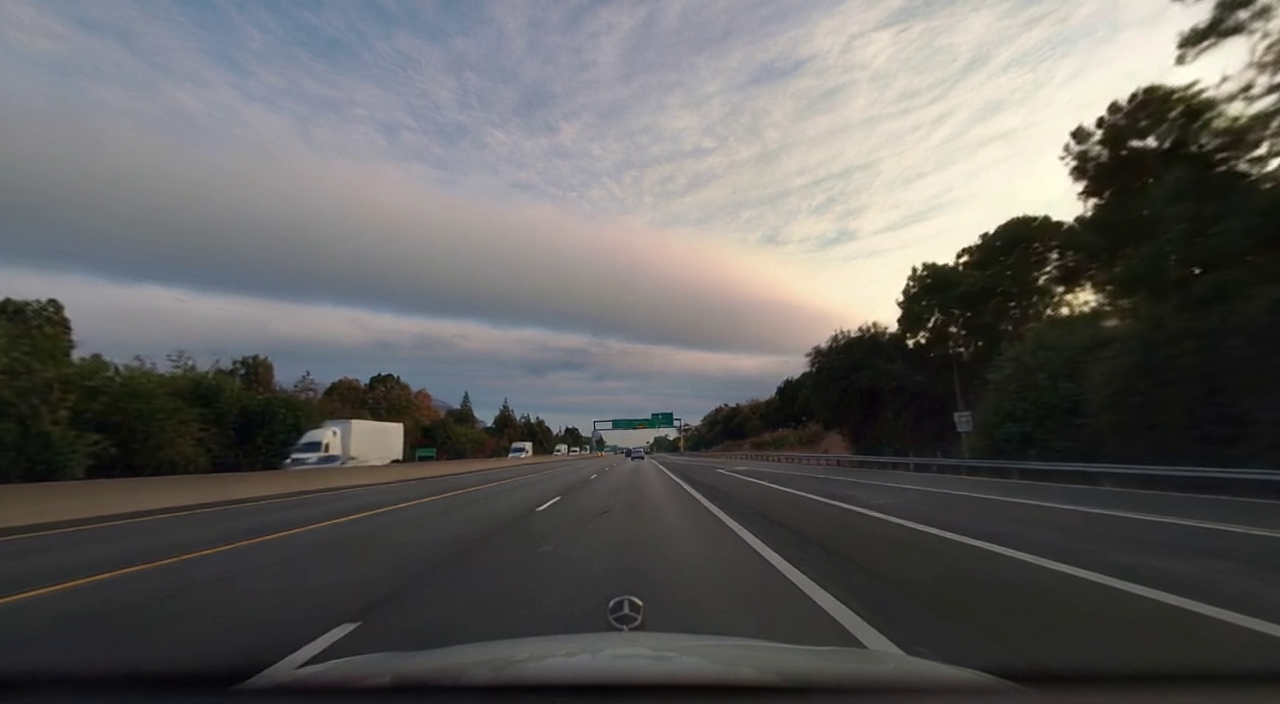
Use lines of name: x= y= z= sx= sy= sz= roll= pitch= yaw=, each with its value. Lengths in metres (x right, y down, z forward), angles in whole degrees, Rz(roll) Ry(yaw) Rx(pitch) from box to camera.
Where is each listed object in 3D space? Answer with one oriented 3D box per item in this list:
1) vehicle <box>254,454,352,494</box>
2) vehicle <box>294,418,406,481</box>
vehicle: x=-14.069 y=5.095 z=26.608 sx=1.830 sy=1.493 sz=4.238 roll=0 pitch=-9 yaw=-1
vehicle: x=-18.263 y=6.267 z=40.592 sx=2.824 sy=3.571 sz=9.191 roll=0 pitch=-9 yaw=-1
